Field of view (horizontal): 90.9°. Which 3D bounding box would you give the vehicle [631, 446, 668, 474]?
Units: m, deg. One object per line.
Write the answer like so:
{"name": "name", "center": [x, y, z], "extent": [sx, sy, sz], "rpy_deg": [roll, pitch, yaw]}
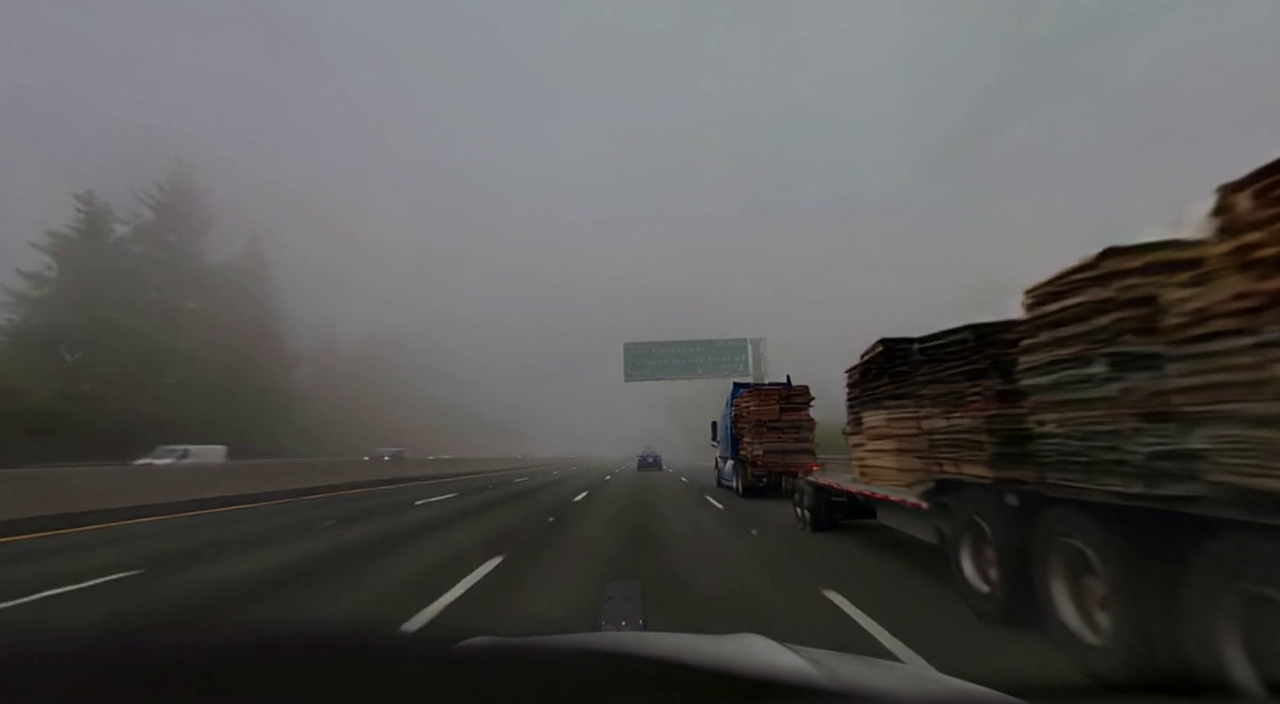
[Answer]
{"name": "vehicle", "center": [0.534, 6.390, 37.554], "extent": [2.042, 1.528, 4.300], "rpy_deg": [0, -8, 0]}

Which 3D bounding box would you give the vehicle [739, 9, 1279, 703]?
{"name": "vehicle", "center": [4.412, 1.195, 10.171], "extent": [2.917, 3.179, 18.723], "rpy_deg": [0, -9, 1]}

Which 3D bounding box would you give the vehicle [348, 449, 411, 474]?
{"name": "vehicle", "center": [-17.350, 7.301, 42.301], "extent": [1.948, 1.538, 5.039], "rpy_deg": [0, -8, 1]}

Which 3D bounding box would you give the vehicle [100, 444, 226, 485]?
{"name": "vehicle", "center": [-25.446, 5.987, 34.044], "extent": [2.168, 1.955, 5.931], "rpy_deg": [0, -8, 0]}
